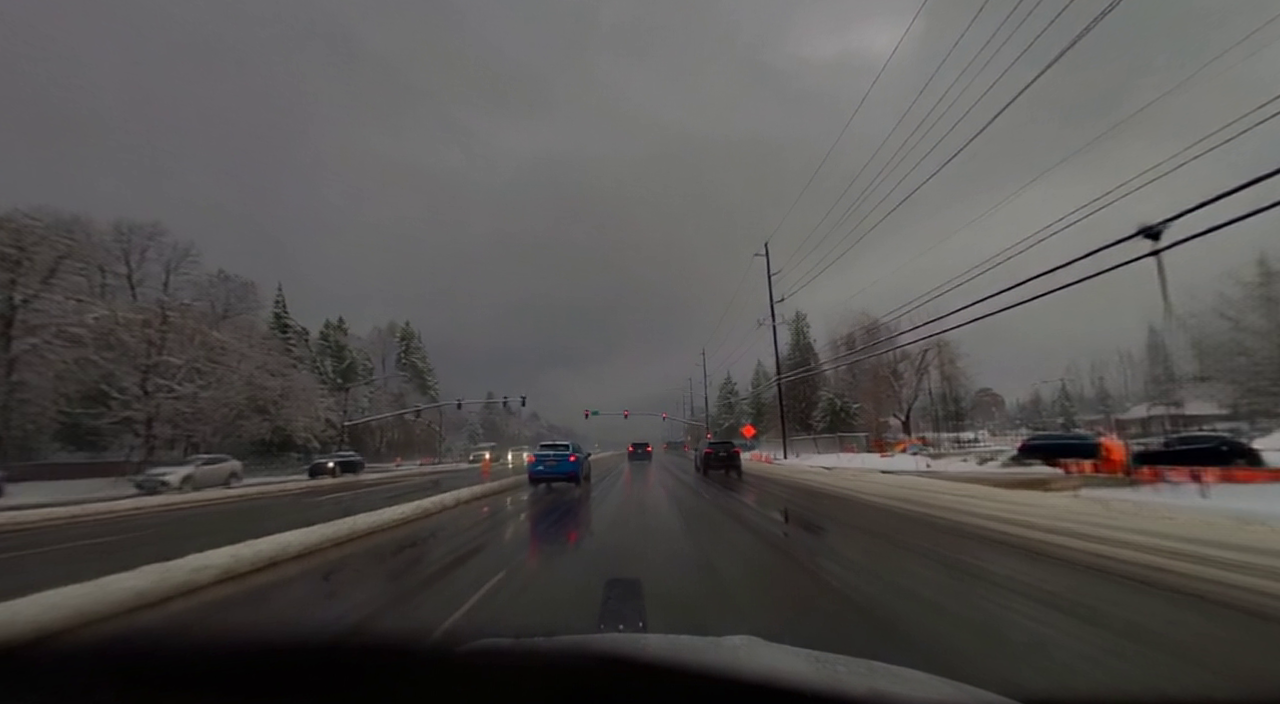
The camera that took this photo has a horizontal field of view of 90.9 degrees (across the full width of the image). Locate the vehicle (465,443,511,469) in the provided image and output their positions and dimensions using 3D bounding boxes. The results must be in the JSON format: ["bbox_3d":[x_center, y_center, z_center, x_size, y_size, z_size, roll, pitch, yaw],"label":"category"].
[{"bbox_3d":[-9.536,6.518,39.781,1.774,1.535,3.828,0,-9,3],"label":"vehicle"}]

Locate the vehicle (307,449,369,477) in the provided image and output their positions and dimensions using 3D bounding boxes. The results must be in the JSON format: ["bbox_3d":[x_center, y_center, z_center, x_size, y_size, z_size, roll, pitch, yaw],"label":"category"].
[{"bbox_3d":[-20.953,7.684,43.940,1.977,1.760,4.569,0,-9,1],"label":"vehicle"}]

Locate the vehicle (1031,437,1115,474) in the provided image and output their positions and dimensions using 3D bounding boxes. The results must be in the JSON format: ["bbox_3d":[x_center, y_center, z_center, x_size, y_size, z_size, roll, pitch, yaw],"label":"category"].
[{"bbox_3d":[19.273,4.552,27.961,4.677,1.466,1.928,8,-11,-42],"label":"vehicle"}]

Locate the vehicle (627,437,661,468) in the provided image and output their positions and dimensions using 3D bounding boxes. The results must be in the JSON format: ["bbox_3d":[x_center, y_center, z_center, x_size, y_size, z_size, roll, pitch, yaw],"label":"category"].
[{"bbox_3d":[0.251,6.300,39.672,2.060,1.845,4.151,0,-8,1],"label":"vehicle"}]

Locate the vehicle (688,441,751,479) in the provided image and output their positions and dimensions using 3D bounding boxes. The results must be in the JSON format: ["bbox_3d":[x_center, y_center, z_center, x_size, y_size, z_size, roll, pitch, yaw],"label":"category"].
[{"bbox_3d":[3.320,4.630,27.246,2.142,1.475,4.565,0,-9,0],"label":"vehicle"}]

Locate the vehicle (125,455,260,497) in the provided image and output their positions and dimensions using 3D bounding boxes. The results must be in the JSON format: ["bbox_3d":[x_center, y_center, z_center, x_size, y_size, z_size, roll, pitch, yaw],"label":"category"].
[{"bbox_3d":[-17.566,4.861,25.100,1.924,1.446,4.625,0,-9,1],"label":"vehicle"}]

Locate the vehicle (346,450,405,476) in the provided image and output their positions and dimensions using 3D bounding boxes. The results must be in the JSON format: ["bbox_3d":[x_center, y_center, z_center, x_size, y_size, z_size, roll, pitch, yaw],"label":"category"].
[{"bbox_3d":[-17.315,7.266,41.512,1.813,1.513,4.457,0,-9,2],"label":"vehicle"}]

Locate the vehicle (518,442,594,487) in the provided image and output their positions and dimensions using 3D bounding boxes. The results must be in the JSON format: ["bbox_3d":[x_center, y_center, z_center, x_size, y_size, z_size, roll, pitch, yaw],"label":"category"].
[{"bbox_3d":[-2.978,4.119,23.532,2.087,1.480,4.825,0,-9,1],"label":"vehicle"}]
